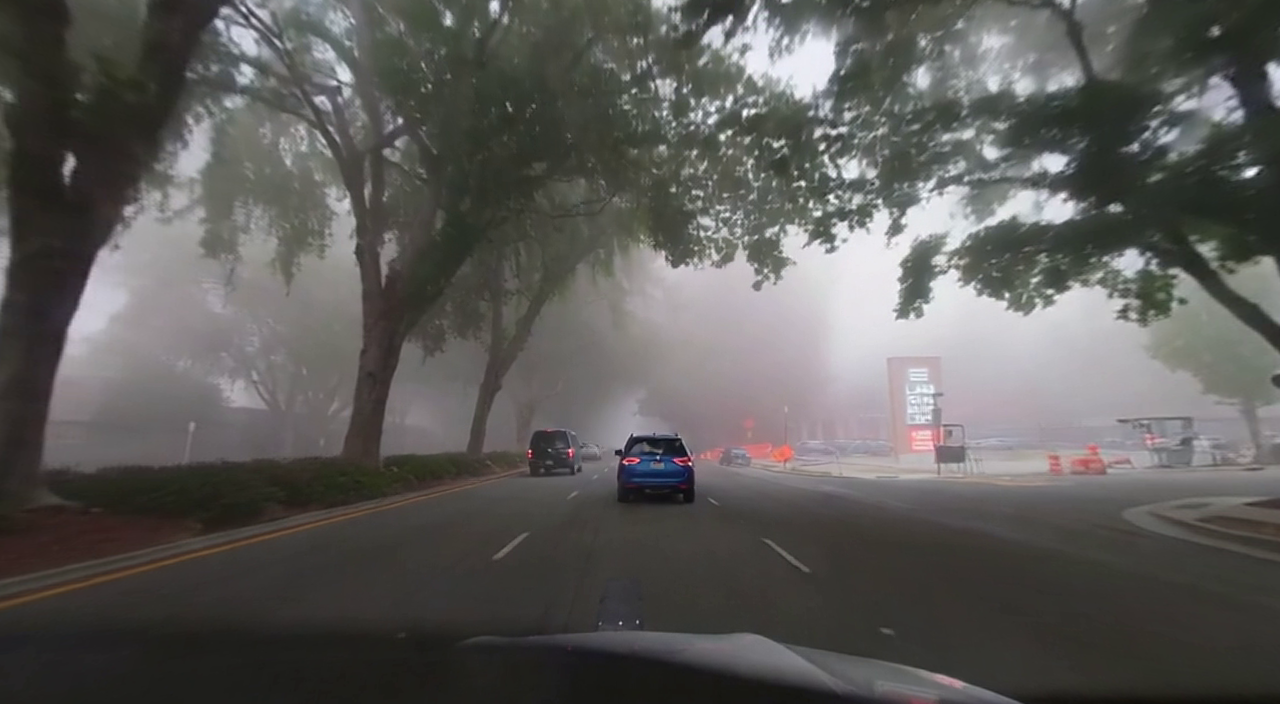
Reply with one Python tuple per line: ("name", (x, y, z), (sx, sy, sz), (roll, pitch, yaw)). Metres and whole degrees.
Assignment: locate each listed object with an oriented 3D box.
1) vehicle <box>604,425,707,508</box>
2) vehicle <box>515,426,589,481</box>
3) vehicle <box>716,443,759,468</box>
("vehicle", (0.238, 2.733, 15.505), (2.168, 1.725, 4.192), (0, -9, -2))
("vehicle", (-3.569, 4.282, 26.901), (2.357, 2.063, 5.488), (0, -9, 0))
("vehicle", (6.485, 6.960, 42.510), (2.076, 1.535, 4.460), (0, -9, -1))
